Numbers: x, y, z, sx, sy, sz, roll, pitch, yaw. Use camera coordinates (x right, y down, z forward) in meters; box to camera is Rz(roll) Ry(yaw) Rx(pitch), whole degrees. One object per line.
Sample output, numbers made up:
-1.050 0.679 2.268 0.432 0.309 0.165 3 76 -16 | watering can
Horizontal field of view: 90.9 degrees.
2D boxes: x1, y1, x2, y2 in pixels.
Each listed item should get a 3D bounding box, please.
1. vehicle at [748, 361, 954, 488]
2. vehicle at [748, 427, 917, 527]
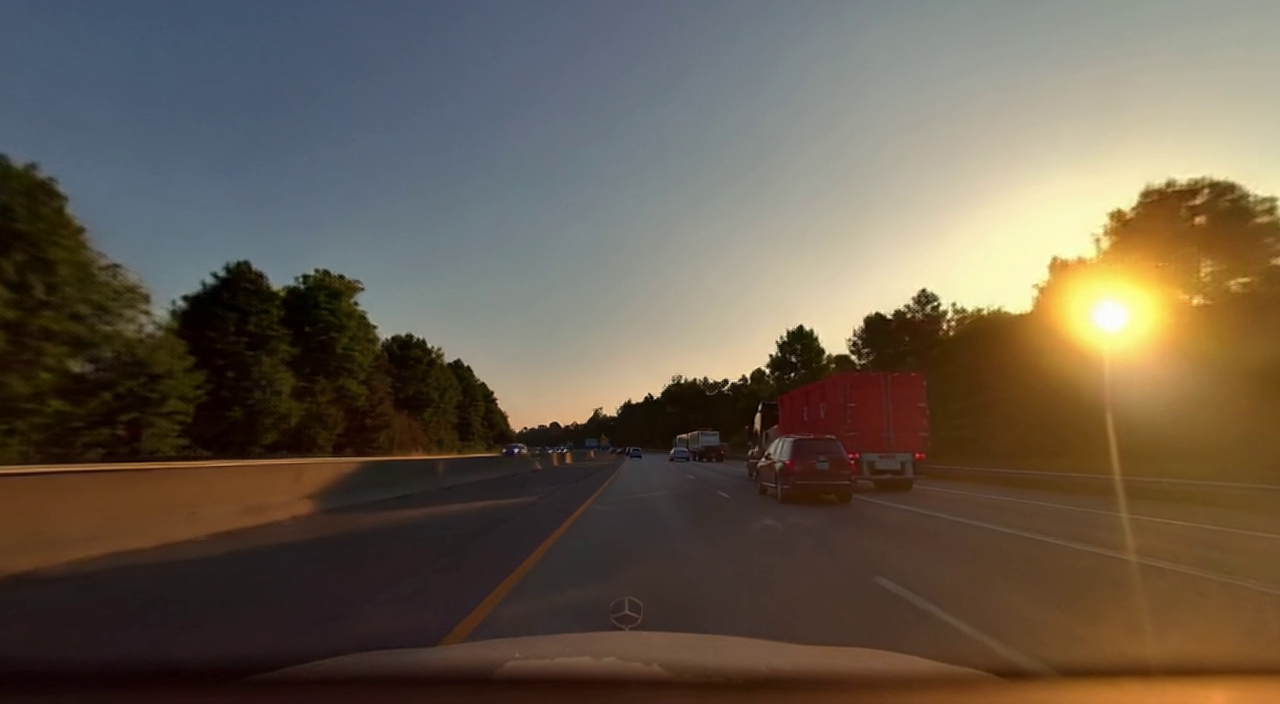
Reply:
8.080 3.574 28.350 3.441 4.016 16.812 0 -9 0 | vehicle
3.605 2.421 12.716 2.022 1.658 4.132 0 -9 -1 | vehicle
